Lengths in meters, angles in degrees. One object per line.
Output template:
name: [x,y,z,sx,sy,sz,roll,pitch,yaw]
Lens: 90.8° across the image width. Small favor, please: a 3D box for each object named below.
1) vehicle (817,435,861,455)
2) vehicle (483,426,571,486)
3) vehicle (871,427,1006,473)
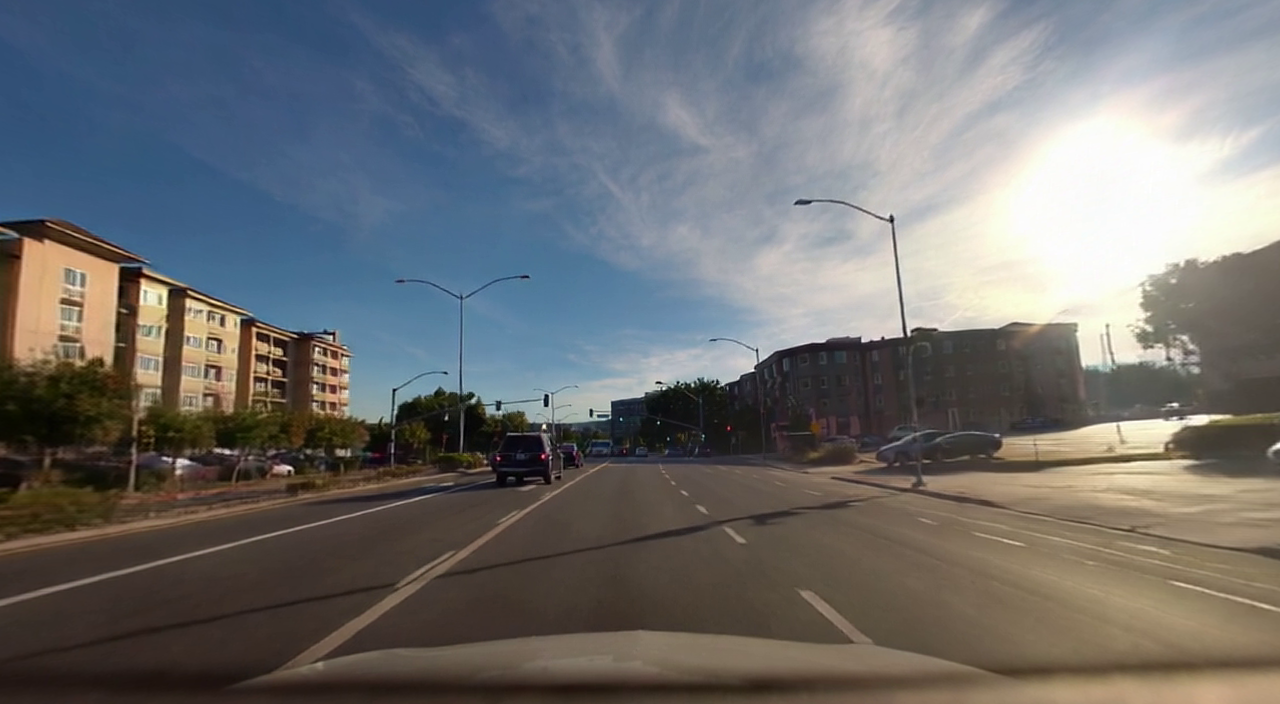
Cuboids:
vehicle: [14.926,6.987,47.563,1.865,1.425,4.439,0,-9,0]
vehicle: [-3.922,3.732,22.886,2.220,1.888,4.904,0,-9,0]
vehicle: [11.745,3.902,25.229,4.399,1.722,2.202,-2,-9,12]
